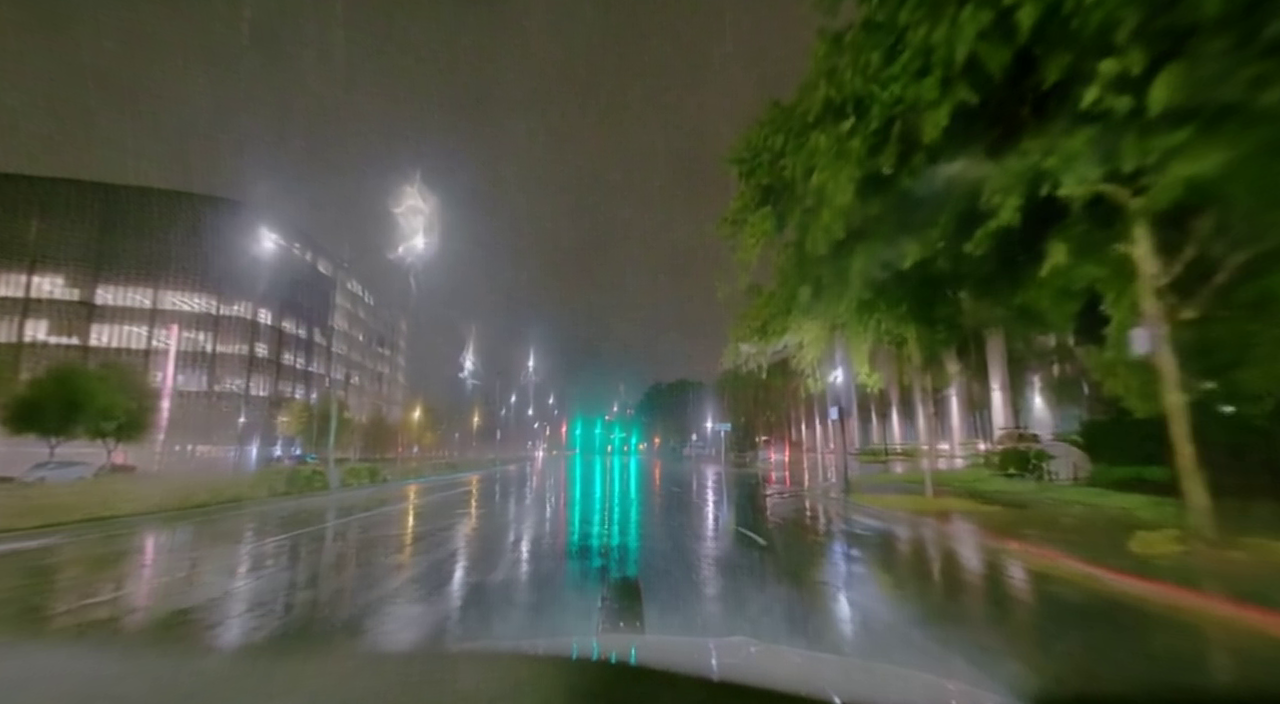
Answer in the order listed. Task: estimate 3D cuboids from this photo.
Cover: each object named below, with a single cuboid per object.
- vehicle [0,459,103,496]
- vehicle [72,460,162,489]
[{"bbox_3d":[-32.812,6.874,34.930,2.031,1.789,5.081,0,-8,-4],"label":"vehicle"},{"bbox_3d":[-33.279,7.789,40.397,2.034,1.618,4.667,1,-8,-5],"label":"vehicle"}]
